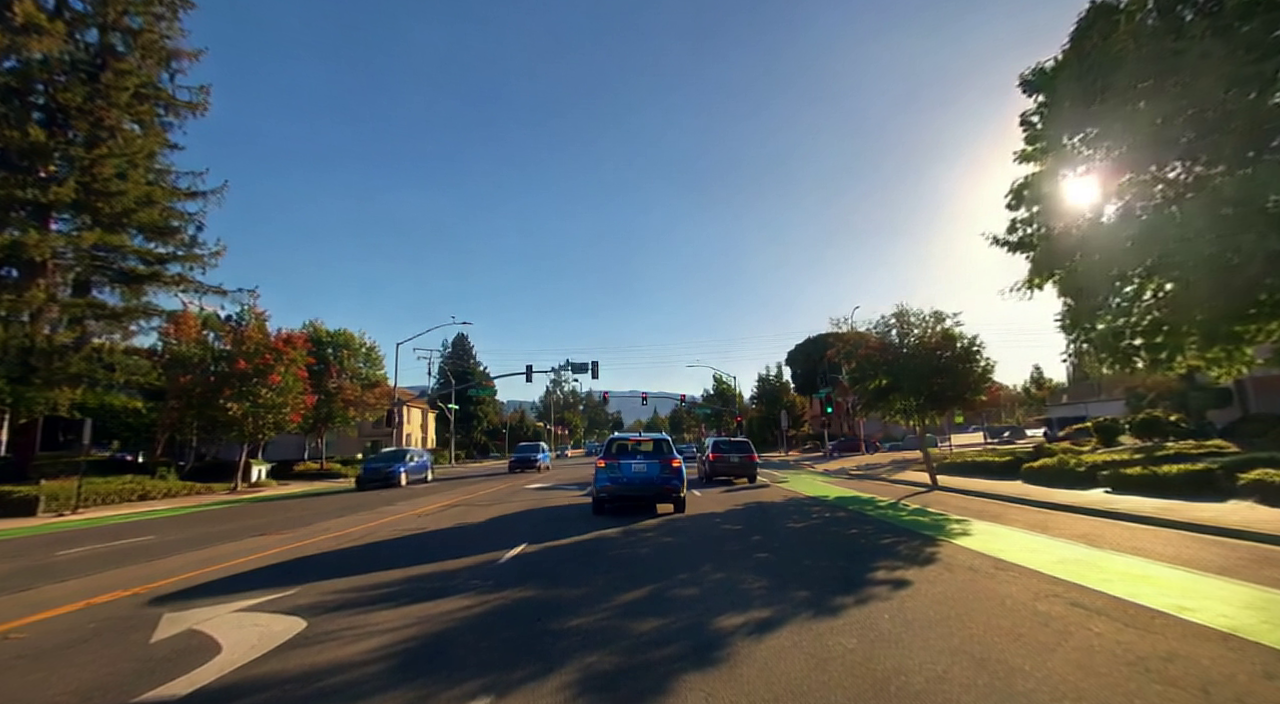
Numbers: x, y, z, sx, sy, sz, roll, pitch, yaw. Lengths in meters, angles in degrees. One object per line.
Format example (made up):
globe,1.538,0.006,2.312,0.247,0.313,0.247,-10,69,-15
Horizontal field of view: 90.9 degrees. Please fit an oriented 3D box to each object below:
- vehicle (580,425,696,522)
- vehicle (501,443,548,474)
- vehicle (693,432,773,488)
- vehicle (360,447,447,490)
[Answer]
vehicle,-0.026,2.503,13.457,2.109,1.730,3.963,0,-8,0
vehicle,-6.907,6.396,38.211,2.005,1.729,4.293,0,-8,0
vehicle,3.223,3.863,22.841,2.189,1.815,4.495,0,-8,0
vehicle,-9.966,4.911,26.985,1.886,1.666,4.575,0,-8,0
